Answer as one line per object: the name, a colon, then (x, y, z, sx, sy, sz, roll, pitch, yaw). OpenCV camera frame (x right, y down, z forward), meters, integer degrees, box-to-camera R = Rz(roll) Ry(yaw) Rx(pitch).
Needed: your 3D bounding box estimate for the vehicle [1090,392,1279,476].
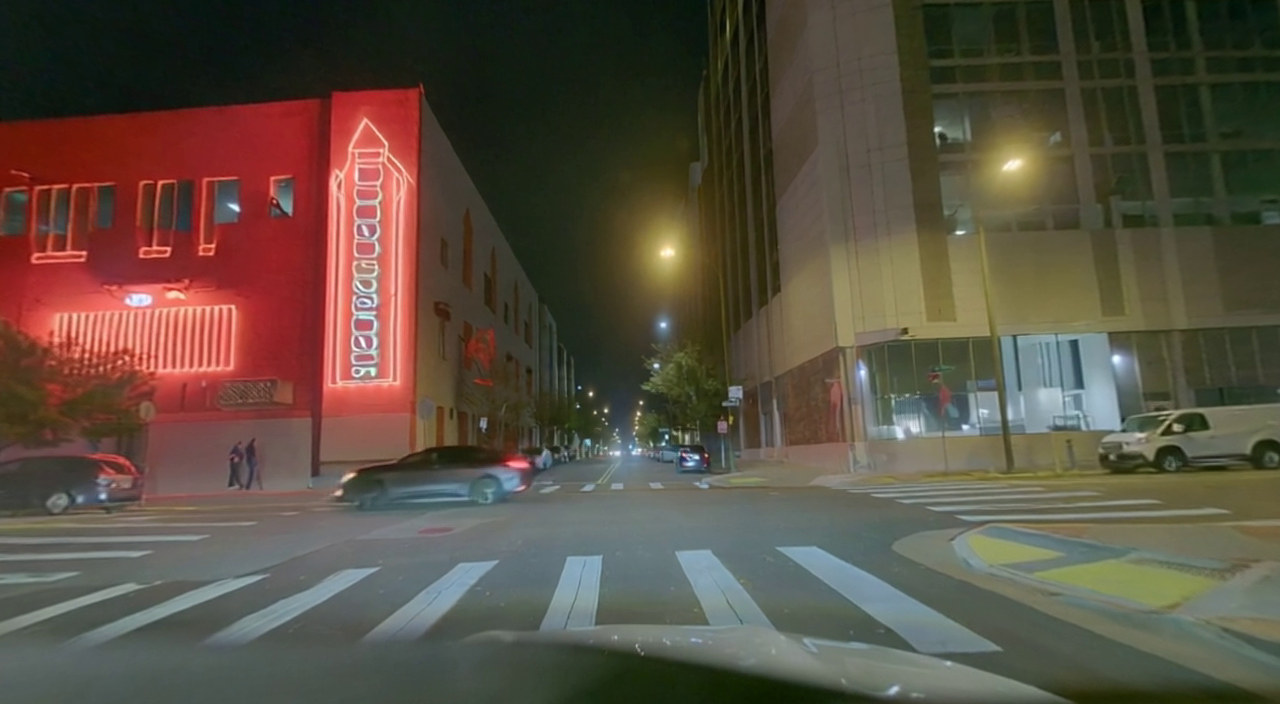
vehicle: (18.545, 2.722, 20.911, 5.384, 2.586, 2.358, 0, -9, -1)

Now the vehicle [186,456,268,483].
vehicle: (-24.242, 6.891, 37.173, 3.618, 1.412, 1.587, -1, -9, -7)

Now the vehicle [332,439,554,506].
vehicle: (-4.597, 2.908, 15.552, 4.877, 1.482, 2.041, 1, -9, -7)

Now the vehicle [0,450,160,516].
vehicle: (-16.147, 3.486, 17.076, 4.558, 1.635, 2.008, 1, -9, -6)

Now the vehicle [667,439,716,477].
vehicle: (2.440, 5.154, 30.923, 1.917, 1.680, 4.500, 0, -9, -1)
